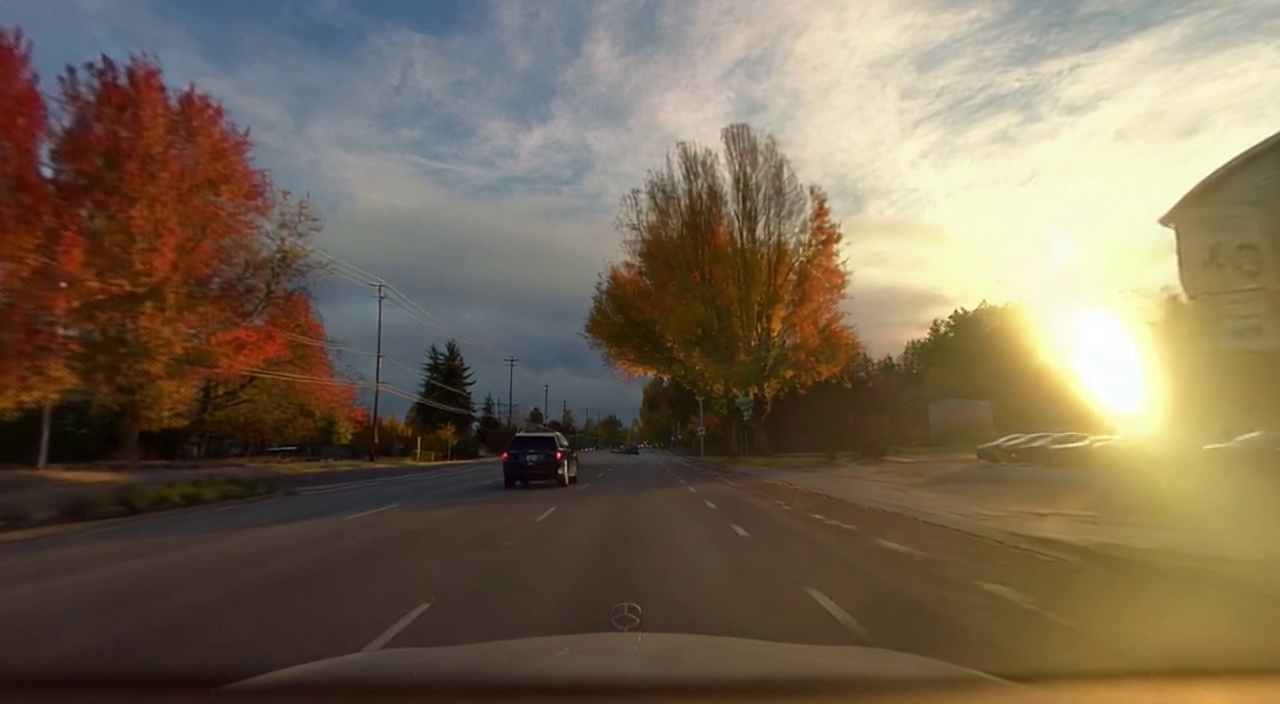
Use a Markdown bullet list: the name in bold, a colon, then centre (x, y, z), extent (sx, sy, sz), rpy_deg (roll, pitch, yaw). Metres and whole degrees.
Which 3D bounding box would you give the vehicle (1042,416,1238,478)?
- **vehicle**: centre (17.411, 3.313, 22.137), extent (4.929, 1.875, 2.154), rpy_deg (-2, -8, 0)

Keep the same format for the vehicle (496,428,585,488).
- **vehicle**: centre (-3.165, 3.505, 21.072), extent (2.112, 1.779, 4.489), rpy_deg (0, -8, 2)
